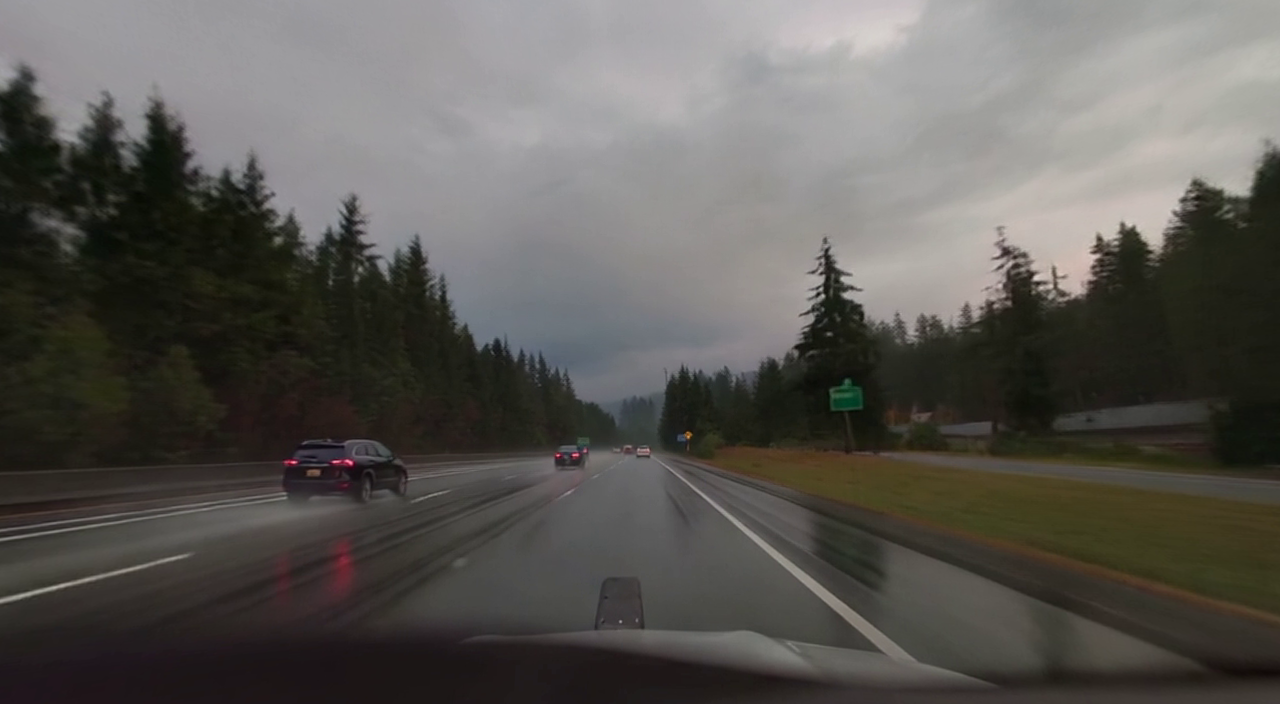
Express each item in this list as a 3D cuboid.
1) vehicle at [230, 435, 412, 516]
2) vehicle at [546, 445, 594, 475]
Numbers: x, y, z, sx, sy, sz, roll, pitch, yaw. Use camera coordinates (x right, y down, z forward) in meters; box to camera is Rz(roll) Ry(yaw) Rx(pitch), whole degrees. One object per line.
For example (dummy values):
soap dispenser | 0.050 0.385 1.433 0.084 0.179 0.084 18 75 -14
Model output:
vehicle | -7.167 2.805 14.771 2.007 1.616 4.141 0 -9 1
vehicle | -3.832 6.032 35.347 2.104 1.558 4.639 0 -9 1
